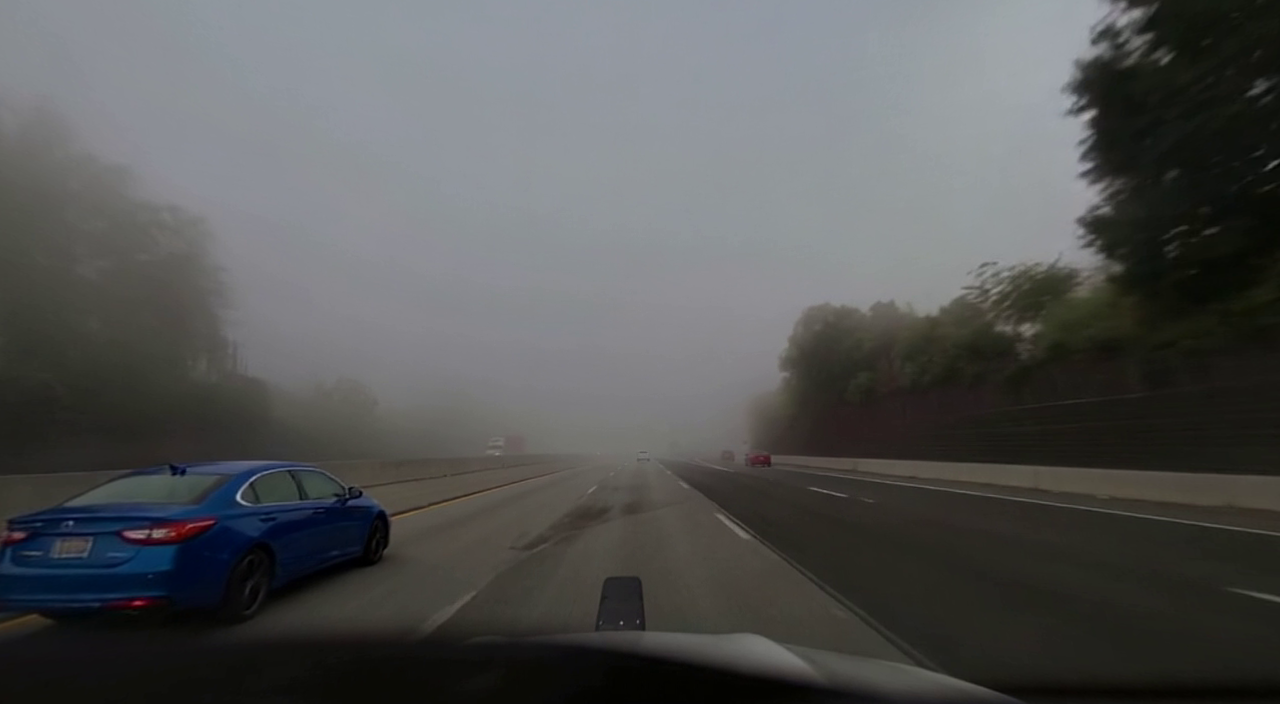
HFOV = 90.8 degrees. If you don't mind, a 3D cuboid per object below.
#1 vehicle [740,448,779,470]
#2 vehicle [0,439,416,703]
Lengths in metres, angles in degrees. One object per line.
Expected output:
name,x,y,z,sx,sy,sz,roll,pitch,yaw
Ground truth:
vehicle,8.558,7.680,45.516,1.884,1.485,4.600,0,-9,0
vehicle,-3.811,1.549,5.661,1.873,1.438,4.546,0,-9,1
